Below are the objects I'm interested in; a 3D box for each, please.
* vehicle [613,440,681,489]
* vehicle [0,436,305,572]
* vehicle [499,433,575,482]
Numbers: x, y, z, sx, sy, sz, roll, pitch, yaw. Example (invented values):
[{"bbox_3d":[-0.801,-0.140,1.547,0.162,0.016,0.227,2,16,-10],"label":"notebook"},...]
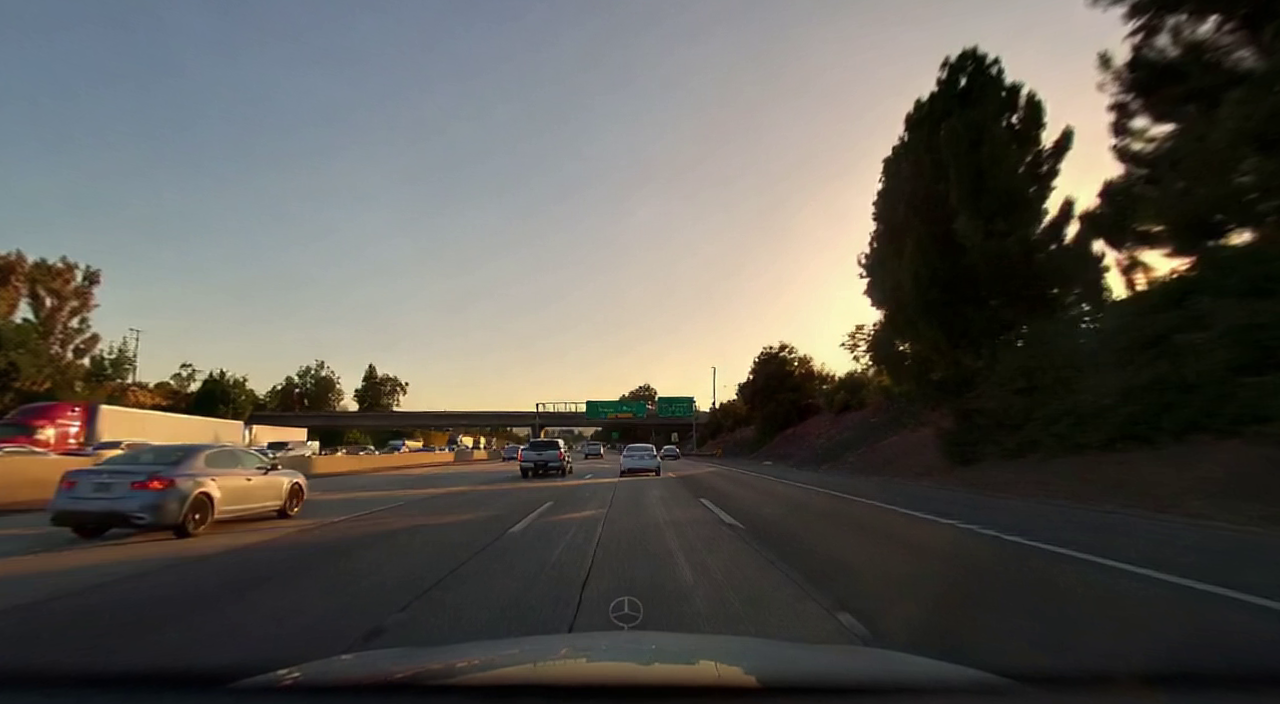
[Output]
[{"bbox_3d":[0.172,3.763,21.449,2.082,1.482,4.126,0,-8,-1],"label":"vehicle"},{"bbox_3d":[-7.244,2.014,9.317,1.974,1.464,4.733,0,-8,0],"label":"vehicle"},{"bbox_3d":[-4.012,4.226,25.458,2.289,1.777,4.534,0,-8,0],"label":"vehicle"}]
